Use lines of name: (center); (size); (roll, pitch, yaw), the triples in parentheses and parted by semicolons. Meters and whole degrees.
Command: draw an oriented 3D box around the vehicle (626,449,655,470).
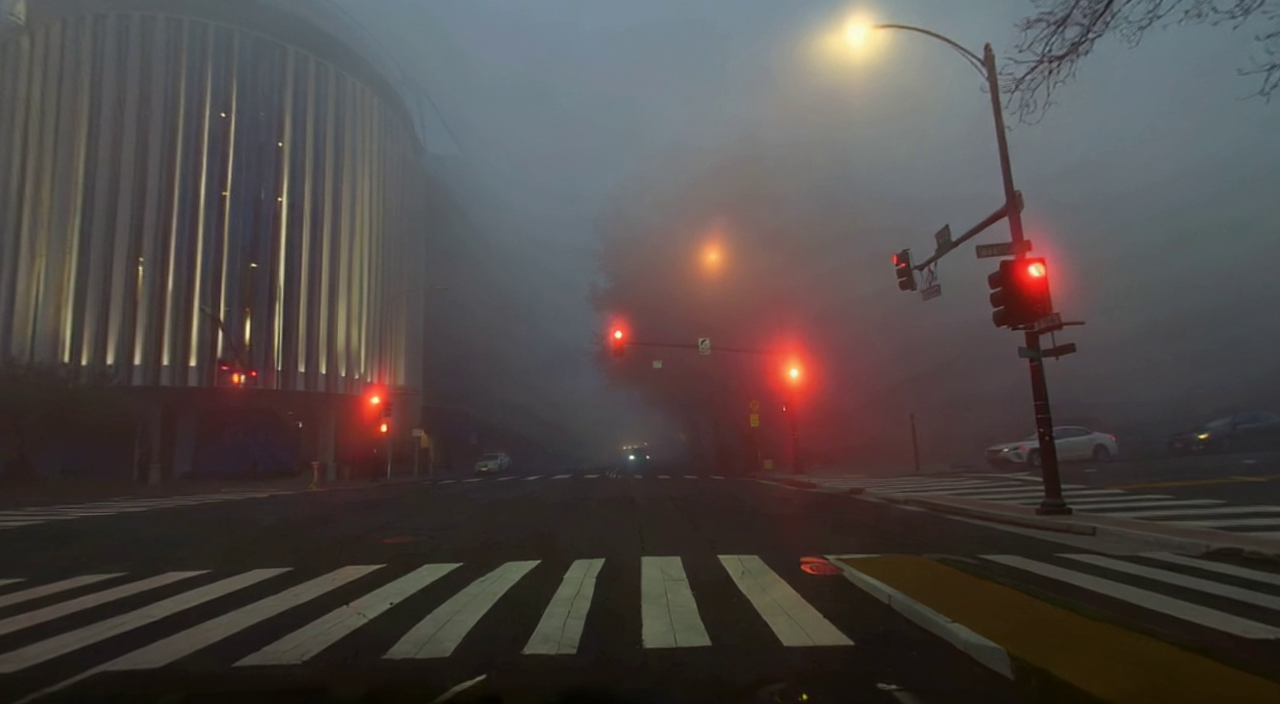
vehicle: (-0.022, 8.247, 48.788); (2.088, 1.452, 4.833); (0, -8, -2)
